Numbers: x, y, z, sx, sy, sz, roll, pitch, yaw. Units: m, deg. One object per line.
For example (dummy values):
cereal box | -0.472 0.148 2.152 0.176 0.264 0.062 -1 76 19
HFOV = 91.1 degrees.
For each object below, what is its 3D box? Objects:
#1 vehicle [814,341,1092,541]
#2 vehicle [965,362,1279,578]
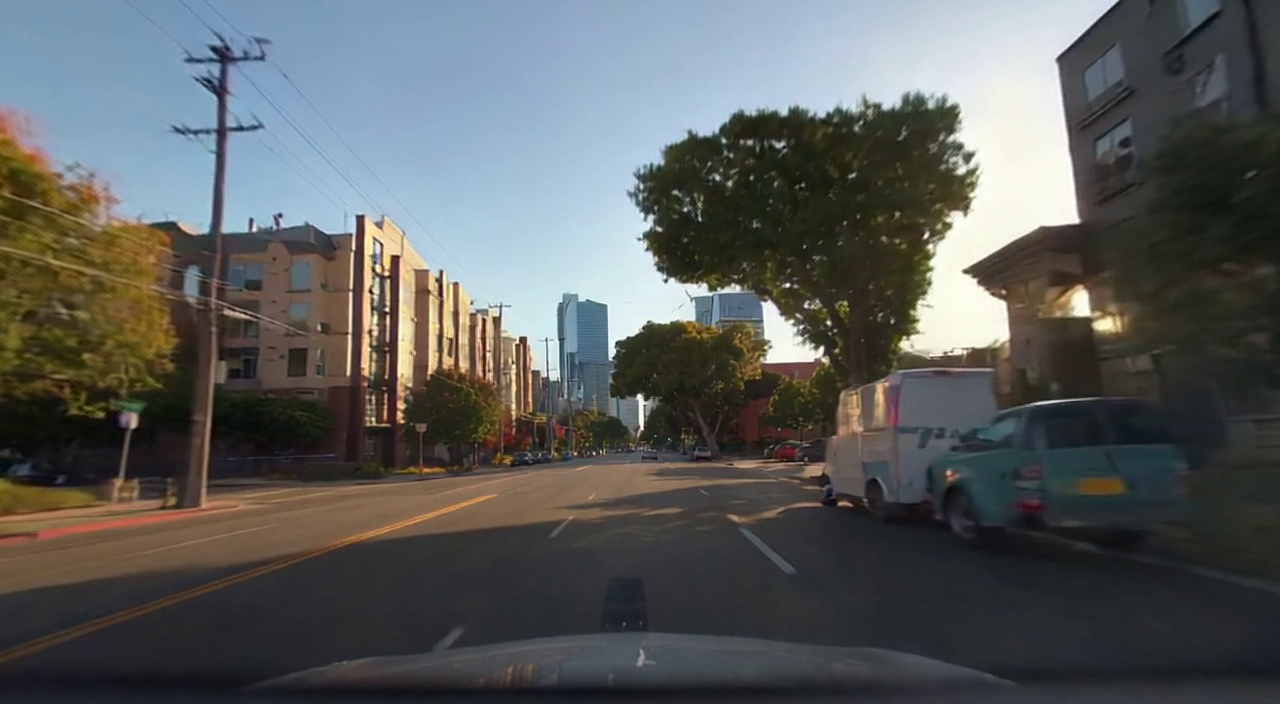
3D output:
vehicle | 6.001 1.901 13.552 2.750 3.269 6.333 -1 -8 1
vehicle | 6.445 1.546 8.728 2.021 2.433 3.088 0 -8 -1
